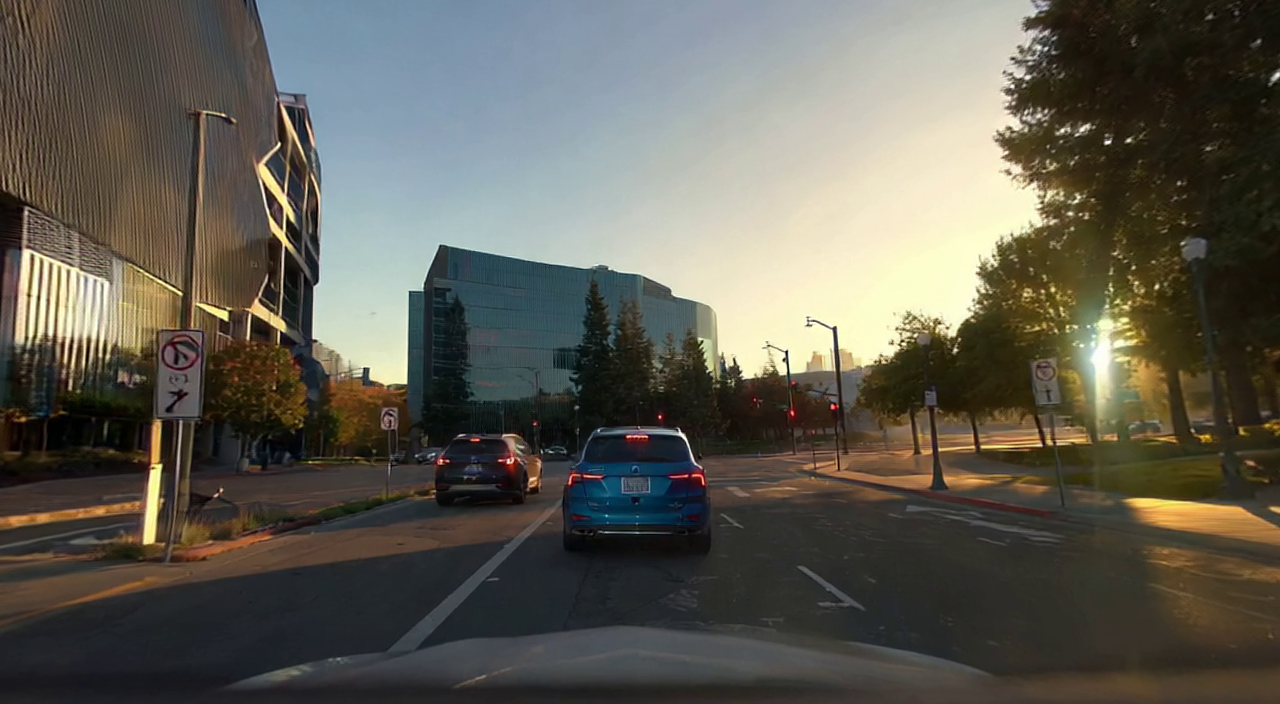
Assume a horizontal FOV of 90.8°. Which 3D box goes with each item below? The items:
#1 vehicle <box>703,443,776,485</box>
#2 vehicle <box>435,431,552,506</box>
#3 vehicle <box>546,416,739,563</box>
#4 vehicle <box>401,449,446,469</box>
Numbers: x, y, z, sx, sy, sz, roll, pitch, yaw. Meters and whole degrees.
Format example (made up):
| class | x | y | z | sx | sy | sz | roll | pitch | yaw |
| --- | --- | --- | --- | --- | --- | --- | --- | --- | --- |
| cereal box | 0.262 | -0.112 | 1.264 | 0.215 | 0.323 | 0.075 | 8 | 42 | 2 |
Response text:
| class | x | y | z | sx | sy | sz | roll | pitch | yaw |
| --- | --- | --- | --- | --- | --- | --- | --- | --- | --- |
| vehicle | 3.716 | 4.256 | 24.461 | 2.082 | 1.445 | 4.426 | 0 | -8 | 0 |
| vehicle | -3.620 | 2.964 | 16.492 | 2.068 | 1.678 | 4.199 | 0 | -8 | 0 |
| vehicle | 0.016 | 1.886 | 9.398 | 2.207 | 1.659 | 4.155 | 0 | -8 | 0 |
| vehicle | -16.704 | 8.269 | 48.953 | 1.826 | 1.422 | 4.490 | 0 | -8 | 0 |
